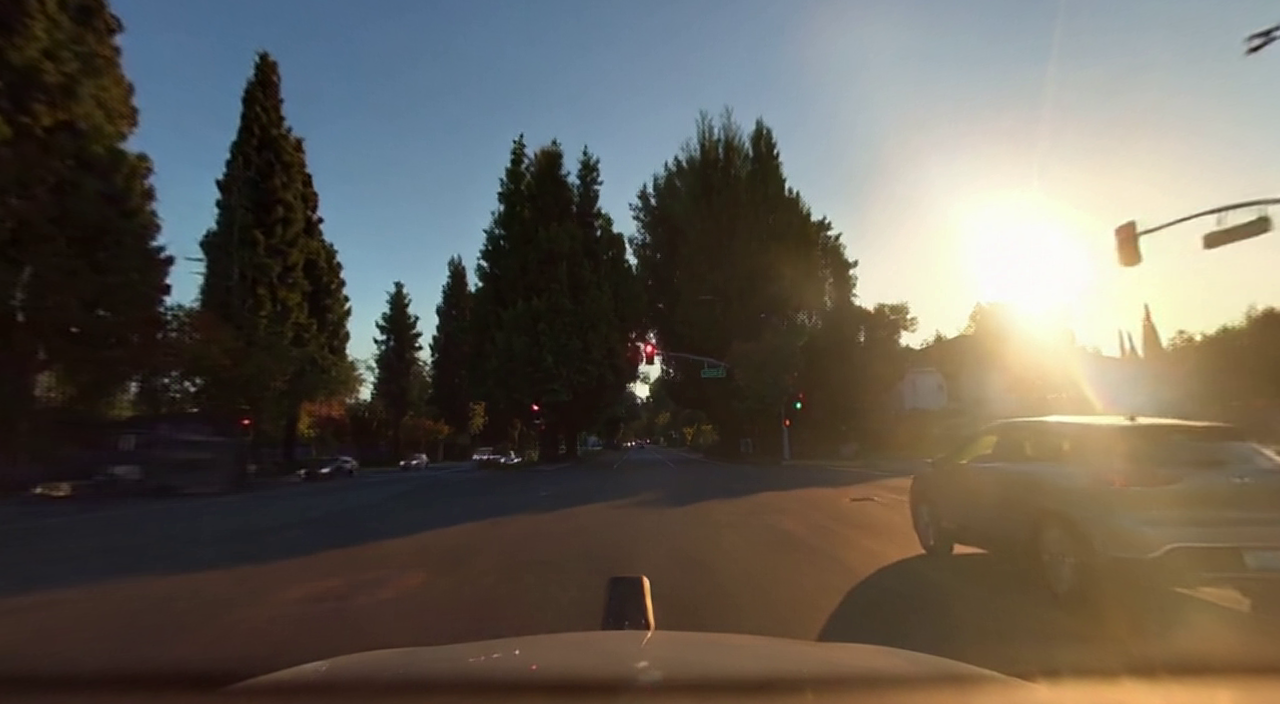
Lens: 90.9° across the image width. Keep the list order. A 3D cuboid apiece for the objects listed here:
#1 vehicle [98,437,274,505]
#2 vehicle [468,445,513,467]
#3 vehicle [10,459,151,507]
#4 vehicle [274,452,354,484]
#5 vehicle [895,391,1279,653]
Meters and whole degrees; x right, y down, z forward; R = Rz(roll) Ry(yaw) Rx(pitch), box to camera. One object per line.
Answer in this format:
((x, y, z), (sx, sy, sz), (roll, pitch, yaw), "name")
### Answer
((-14.049, 3.678, 19.971), (2.064, 1.860, 4.683), (0, -9, 0), "vehicle")
((-10.290, 7.186, 43.640), (2.029, 1.453, 4.188), (-1, -9, 1), "vehicle")
((-20.809, 4.864, 23.698), (1.829, 1.531, 3.777), (-1, -9, -1), "vehicle")
((-17.137, 6.065, 33.388), (1.827, 1.515, 4.396), (0, -9, 0), "vehicle")
((4.102, 1.304, 5.718), (2.018, 1.591, 3.564), (0, -9, 0), "vehicle")
